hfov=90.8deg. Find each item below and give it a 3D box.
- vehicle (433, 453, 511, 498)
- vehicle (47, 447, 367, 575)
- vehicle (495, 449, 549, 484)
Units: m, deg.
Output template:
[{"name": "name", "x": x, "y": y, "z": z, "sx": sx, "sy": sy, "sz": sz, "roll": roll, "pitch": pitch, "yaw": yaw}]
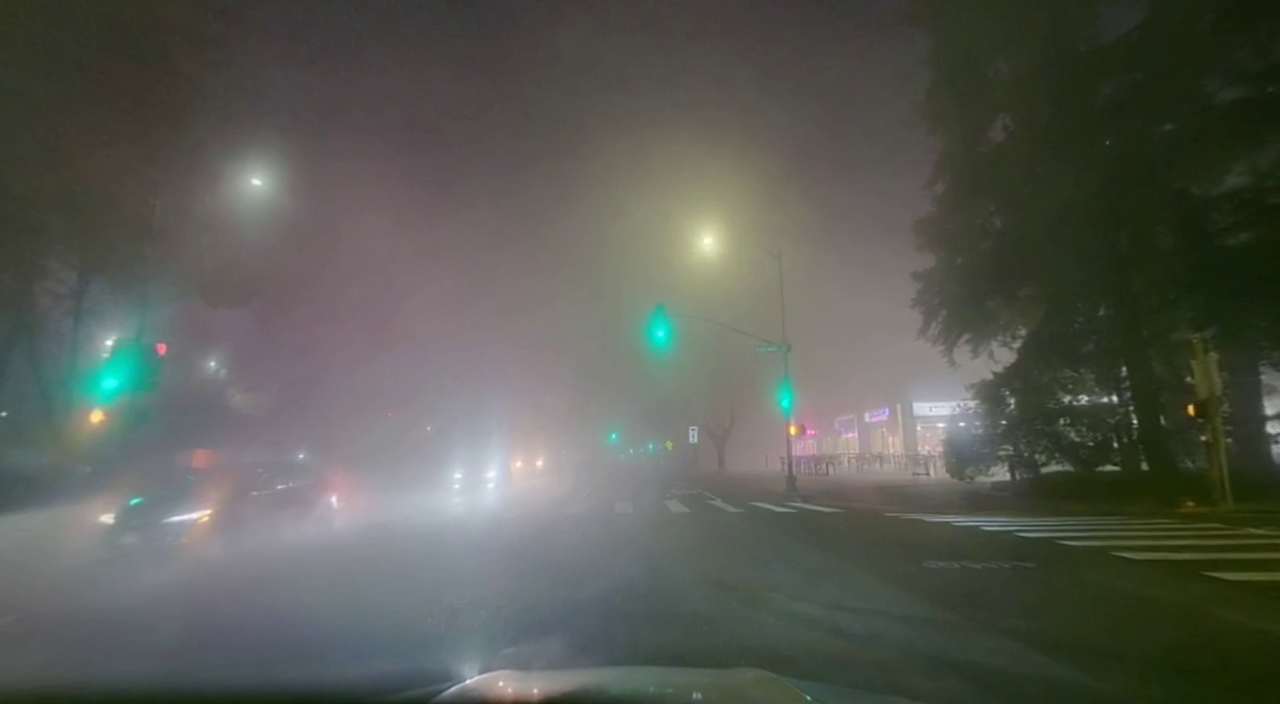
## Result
[{"name": "vehicle", "x": -6.810, "y": 5.018, "z": 26.135, "sx": 2.019, "sy": 1.596, "sz": 4.608, "roll": 0, "pitch": -8, "yaw": -1}, {"name": "vehicle", "x": -6.462, "y": 2.355, "z": 10.255, "sx": 2.071, "sy": 1.588, "sz": 4.336, "roll": 0, "pitch": -8, "yaw": 0}, {"name": "vehicle", "x": -7.255, "y": 7.083, "z": 39.391, "sx": 2.545, "sy": 1.943, "sz": 5.168, "roll": 0, "pitch": -8, "yaw": -2}]
